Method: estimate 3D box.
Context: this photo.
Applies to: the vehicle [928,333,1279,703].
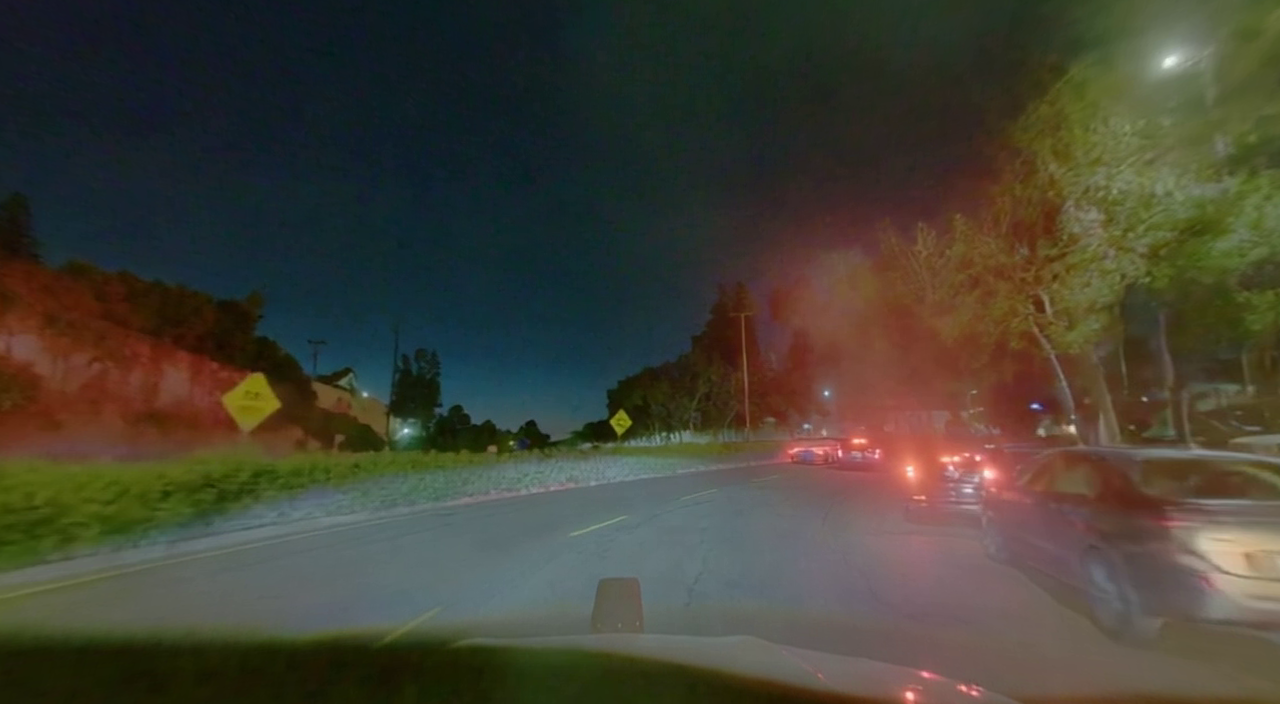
[{"bbox_3d":[4.288,1.147,5.311,2.168,1.846,4.794,-1,-8,10],"label":"vehicle"}]
